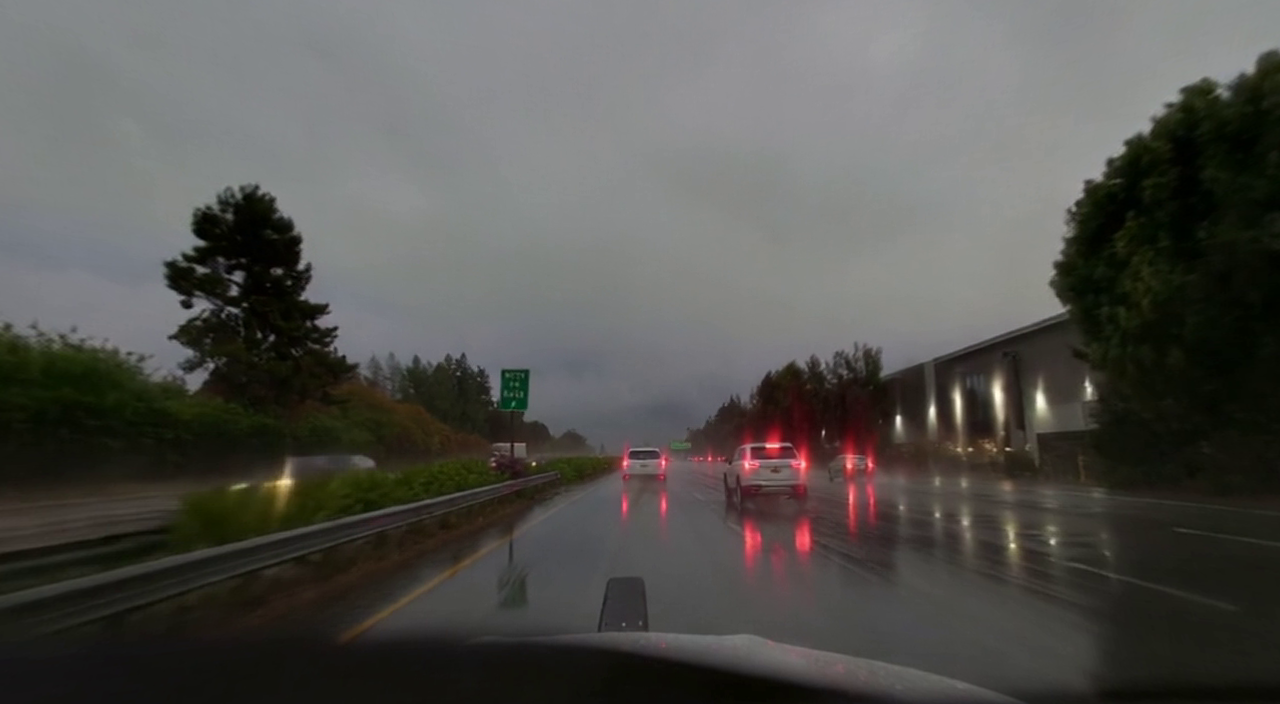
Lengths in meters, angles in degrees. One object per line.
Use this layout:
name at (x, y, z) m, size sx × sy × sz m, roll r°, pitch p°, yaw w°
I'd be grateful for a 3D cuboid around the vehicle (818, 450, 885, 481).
vehicle at (11.266, 6.070, 34.010) m, size 1.985 × 1.503 × 4.842 m, roll 0°, pitch -8°, yaw 0°

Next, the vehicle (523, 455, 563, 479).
vehicle at (-6.460, 7.731, 42.660) m, size 1.830 × 1.466 × 5.021 m, roll 0°, pitch -9°, yaw 1°

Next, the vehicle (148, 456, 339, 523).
vehicle at (-10.542, 3.655, 17.330) m, size 2.146 × 1.479 × 4.671 m, roll 0°, pitch -8°, yaw 1°

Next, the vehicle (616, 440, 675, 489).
vehicle at (0.224, 4.692, 26.638) m, size 2.290 × 1.862 × 4.454 m, roll 0°, pitch -8°, yaw 1°

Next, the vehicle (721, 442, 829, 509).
vehicle at (3.557, 3.317, 17.431) m, size 2.042 × 1.592 × 4.047 m, roll 0°, pitch -8°, yaw -1°

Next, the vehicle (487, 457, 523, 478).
vehicle at (-10.360, 8.892, 48.666) m, size 1.810 × 1.486 × 3.800 m, roll 0°, pitch -8°, yaw 1°
